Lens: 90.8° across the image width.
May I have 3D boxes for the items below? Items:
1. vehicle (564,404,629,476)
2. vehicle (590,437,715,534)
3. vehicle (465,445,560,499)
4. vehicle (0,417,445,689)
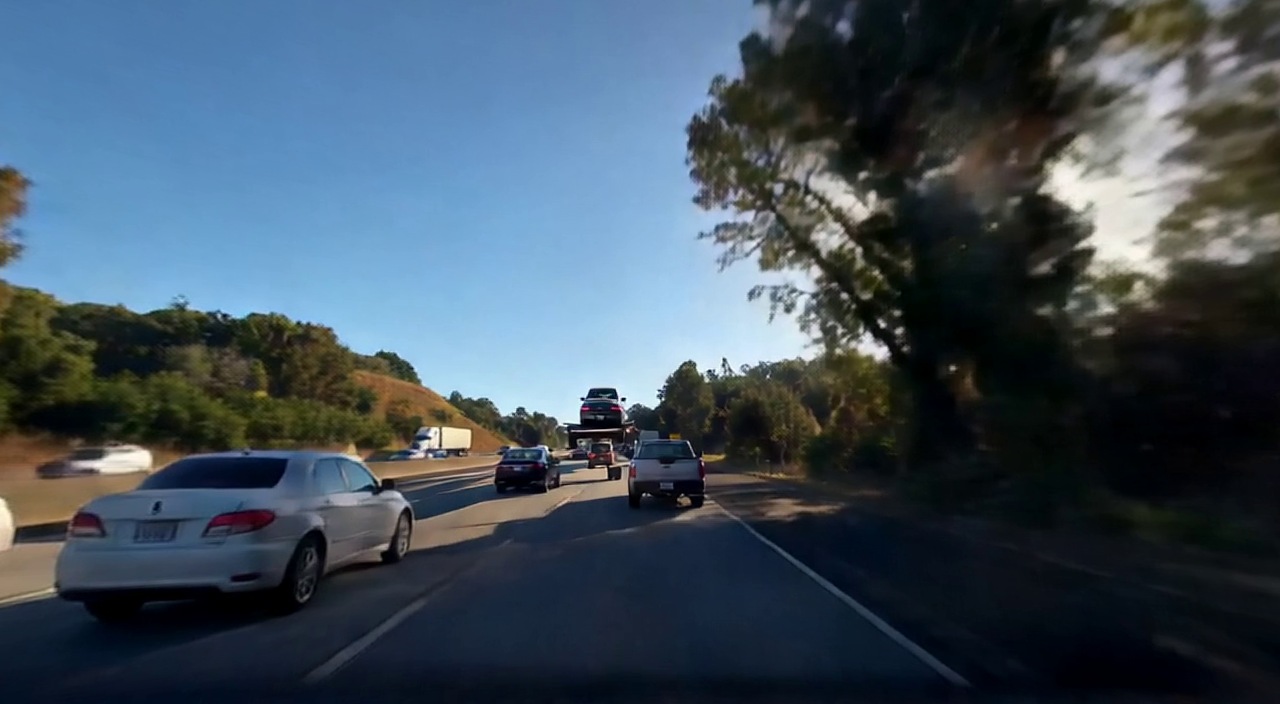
[{"bbox_3d":[-2.977,5.581,39.394,2.995,3.854,10.505,1,-9,-10],"label":"vehicle"},{"bbox_3d":[0.170,2.390,11.777,1.991,1.507,3.391,0,-9,-1],"label":"vehicle"},{"bbox_3d":[-3.821,3.662,19.757,1.947,1.470,4.526,0,-9,1],"label":"vehicle"},{"bbox_3d":[-3.367,1.410,5.455,2.149,1.497,3.753,0,-9,0],"label":"vehicle"}]
